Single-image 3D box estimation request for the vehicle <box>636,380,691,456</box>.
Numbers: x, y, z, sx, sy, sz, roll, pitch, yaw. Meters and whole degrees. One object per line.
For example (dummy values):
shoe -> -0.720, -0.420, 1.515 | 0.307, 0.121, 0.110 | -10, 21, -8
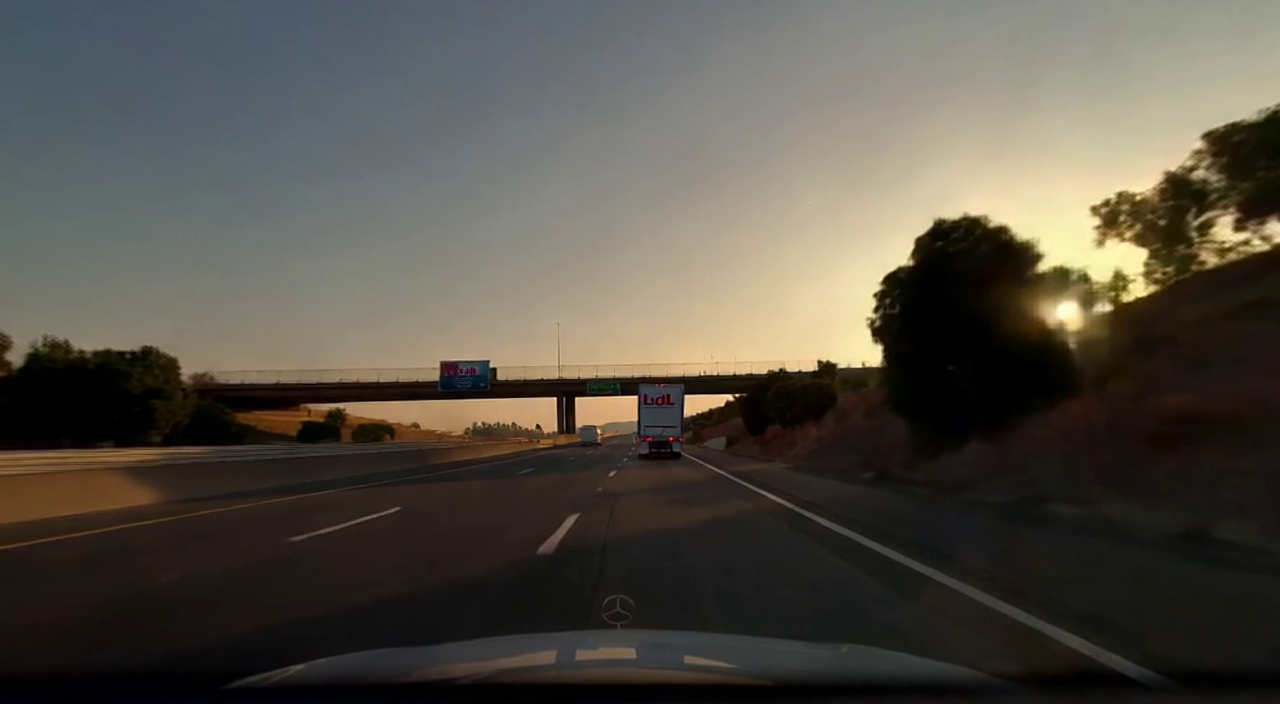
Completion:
vehicle -> 1.381, 4.681, 42.513 | 3.034, 4.194, 14.704 | 0, -8, 1
